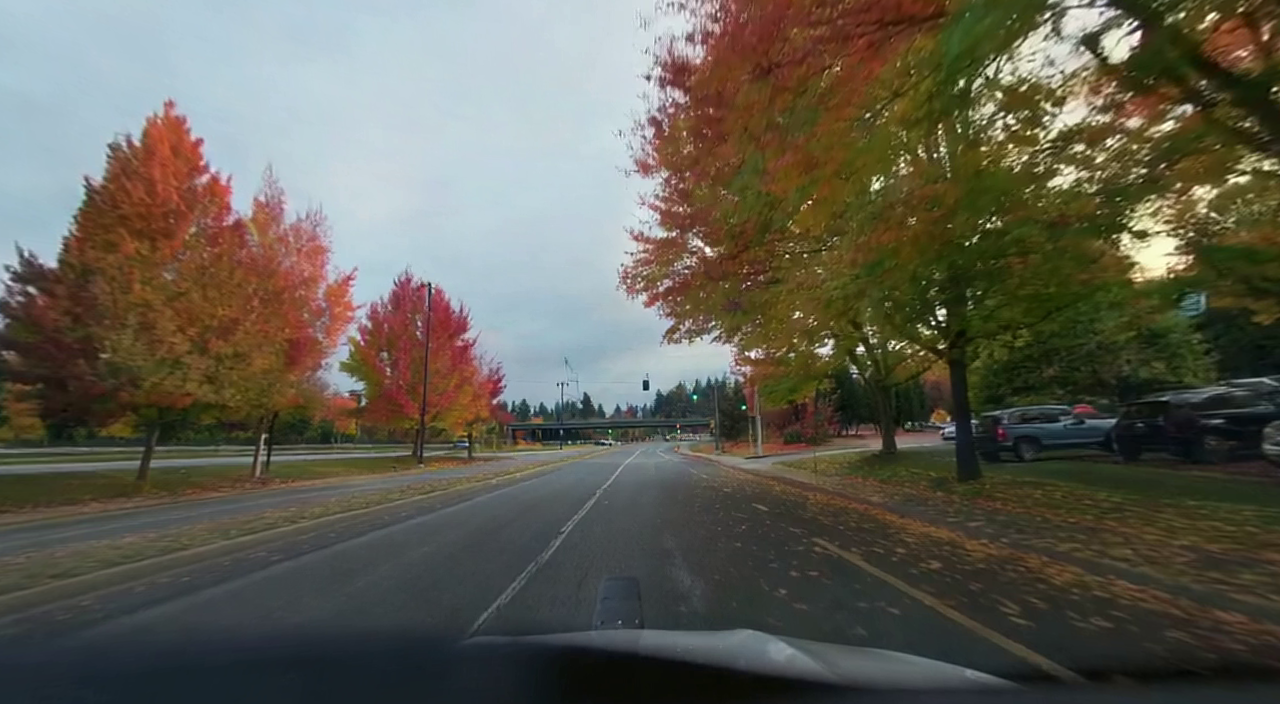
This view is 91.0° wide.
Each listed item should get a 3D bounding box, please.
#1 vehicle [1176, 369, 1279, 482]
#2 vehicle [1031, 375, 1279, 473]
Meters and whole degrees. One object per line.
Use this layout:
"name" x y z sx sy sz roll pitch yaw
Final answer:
"vehicle" 11.123 1.111 9.285 4.428 1.562 2.133 0 -8 0
"vehicle" 11.919 1.638 14.227 4.625 1.797 2.092 -4 -8 0
